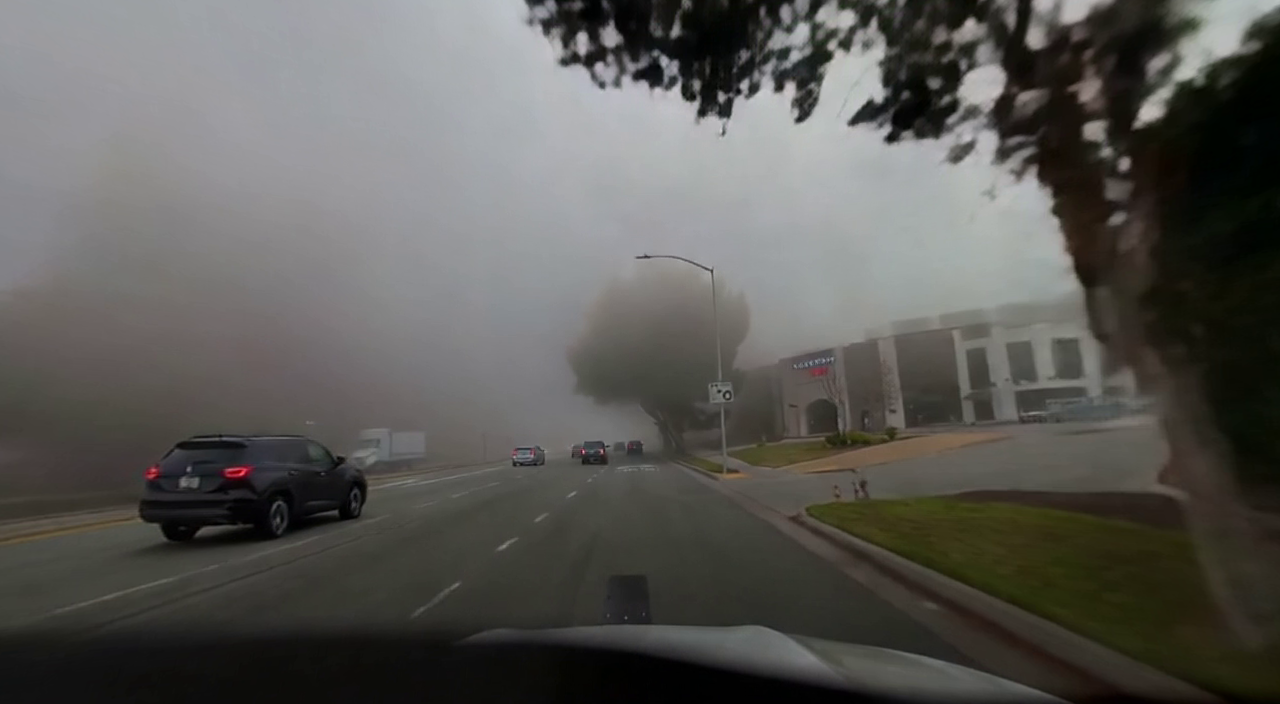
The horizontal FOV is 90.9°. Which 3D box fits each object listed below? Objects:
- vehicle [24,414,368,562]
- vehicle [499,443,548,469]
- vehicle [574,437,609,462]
[{"bbox_3d":[-6.680,2.090,10.458,2.137,1.835,4.844,0,-9,0],"label":"vehicle"},{"bbox_3d":[-6.821,6.124,37.386,2.072,1.427,4.328,0,-9,0],"label":"vehicle"},{"bbox_3d":[-3.273,6.687,43.220,2.100,1.661,3.837,0,-9,1],"label":"vehicle"}]
